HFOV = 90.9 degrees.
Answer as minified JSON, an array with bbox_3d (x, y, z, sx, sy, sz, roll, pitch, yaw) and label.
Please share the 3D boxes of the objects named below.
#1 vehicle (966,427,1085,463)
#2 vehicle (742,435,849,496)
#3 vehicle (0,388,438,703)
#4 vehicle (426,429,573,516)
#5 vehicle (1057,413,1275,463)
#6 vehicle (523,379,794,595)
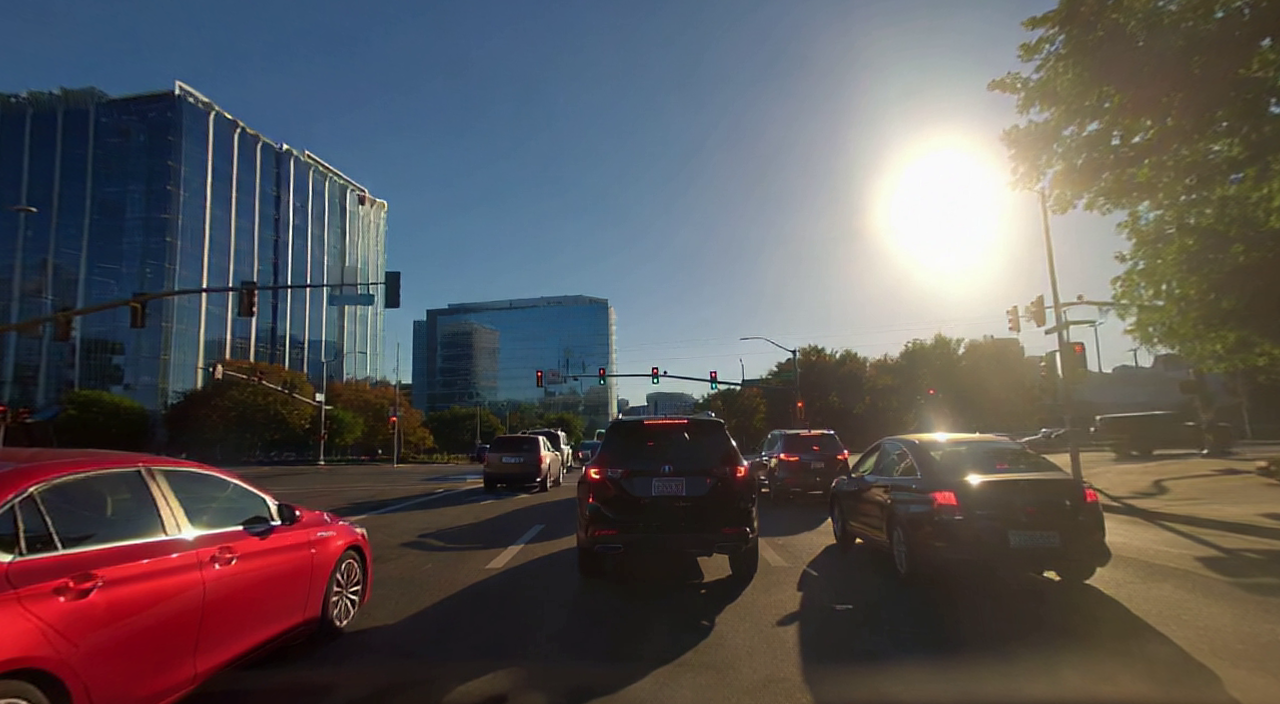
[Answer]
[{"bbox_3d":[17.513,4.254,28.858,4.026,1.573,2.271,-2,-9,11],"label":"vehicle"},{"bbox_3d":[4.109,3.058,17.334,1.979,1.453,4.011,0,-8,1],"label":"vehicle"},{"bbox_3d":[-3.218,1.193,4.386,1.958,1.494,4.624,0,-8,2],"label":"vehicle"},{"bbox_3d":[-2.678,2.394,13.054,1.851,1.502,4.042,0,-8,4],"label":"vehicle"},{"bbox_3d":[23.078,3.816,28.031,6.879,1.984,2.808,-2,-7,7],"label":"vehicle"},{"bbox_3d":[0.211,1.465,7.635,2.300,1.832,4.331,0,-8,2],"label":"vehicle"}]
